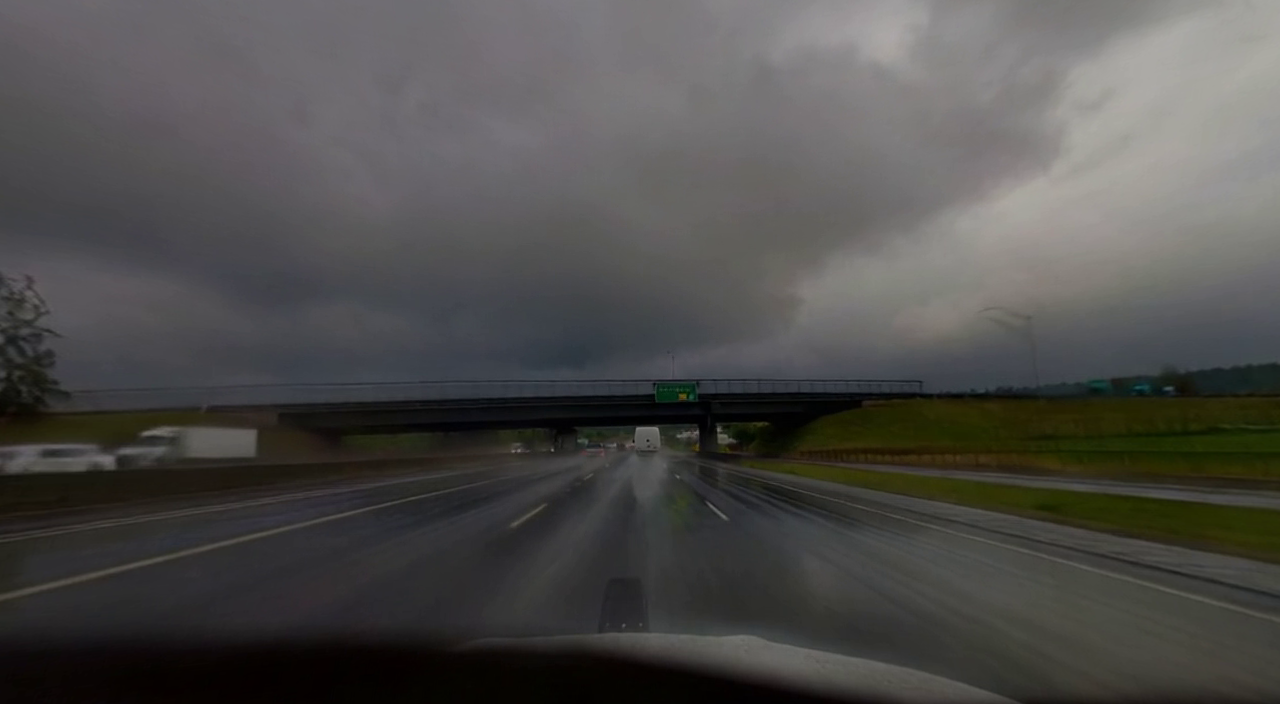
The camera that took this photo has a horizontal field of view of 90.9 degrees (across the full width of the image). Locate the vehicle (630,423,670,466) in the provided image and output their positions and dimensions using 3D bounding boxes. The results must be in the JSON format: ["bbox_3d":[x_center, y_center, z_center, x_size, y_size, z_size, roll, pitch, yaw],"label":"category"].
[{"bbox_3d":[0.658,7.226,49.132,2.790,3.075,7.414,0,-9,-2],"label":"vehicle"}]

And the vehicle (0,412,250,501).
[{"bbox_3d":[-24.443,4.876,29.810,2.955,3.191,14.095,0,-9,1],"label":"vehicle"}]
